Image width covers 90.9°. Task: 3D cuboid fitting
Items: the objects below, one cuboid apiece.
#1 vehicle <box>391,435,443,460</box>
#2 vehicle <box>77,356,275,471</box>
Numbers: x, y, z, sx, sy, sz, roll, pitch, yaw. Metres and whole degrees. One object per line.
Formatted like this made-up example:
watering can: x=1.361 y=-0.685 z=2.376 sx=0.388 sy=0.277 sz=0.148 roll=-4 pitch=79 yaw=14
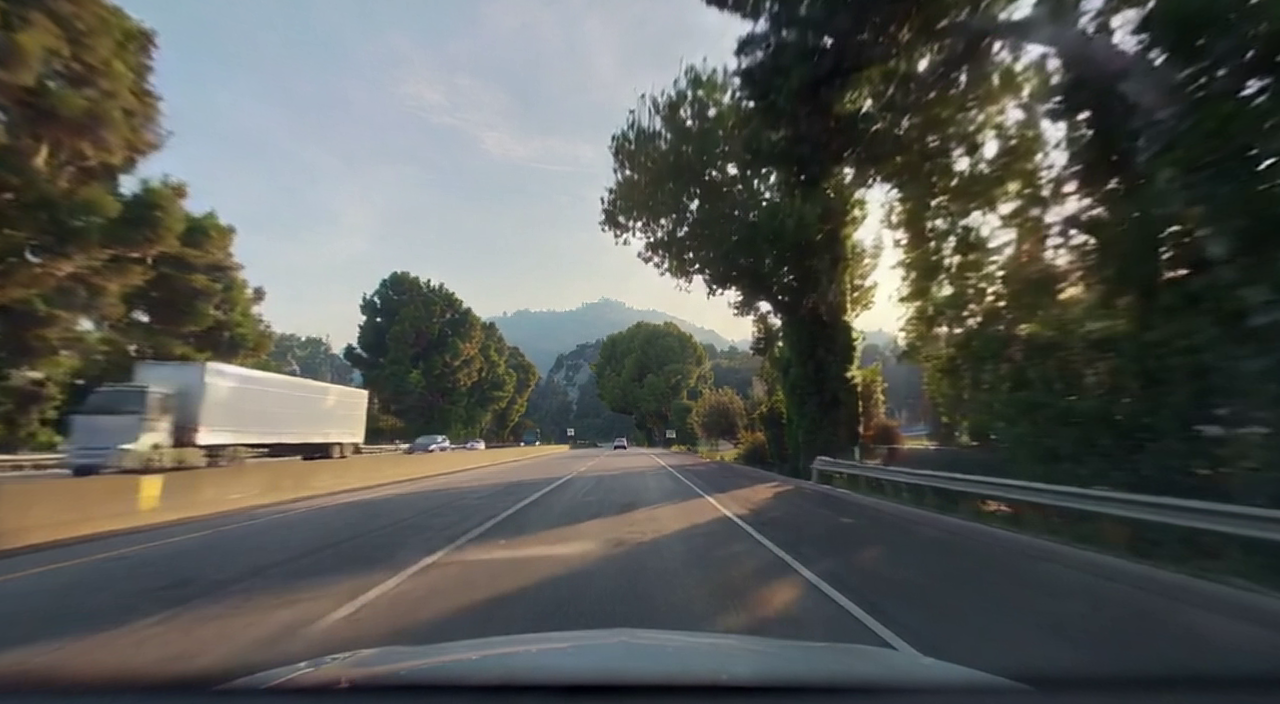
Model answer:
vehicle: x=-12.791 y=5.467 z=36.312 sx=1.846 sy=1.358 sz=3.271 roll=0 pitch=-8 yaw=0
vehicle: x=-17.096 y=2.427 z=23.883 sx=2.903 sy=3.816 sz=5.854 roll=0 pitch=-8 yaw=0
